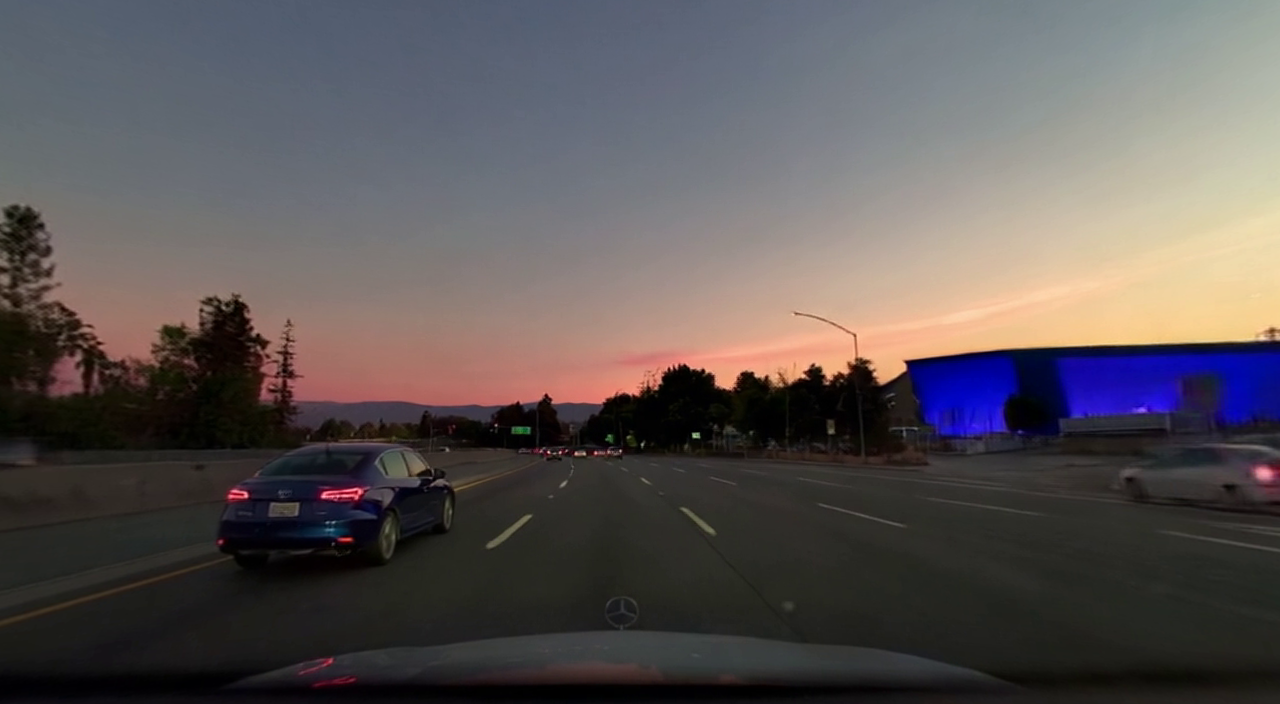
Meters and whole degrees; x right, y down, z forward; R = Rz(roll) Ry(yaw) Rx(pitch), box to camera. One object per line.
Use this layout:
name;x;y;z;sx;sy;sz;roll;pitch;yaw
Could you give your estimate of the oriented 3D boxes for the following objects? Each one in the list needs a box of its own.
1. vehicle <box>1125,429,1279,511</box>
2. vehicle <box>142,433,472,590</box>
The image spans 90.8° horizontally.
vehicle;13.721;2.526;13.789;1.983;1.613;5.190;0;-8;-2
vehicle;-3.764;1.850;8.267;2.018;1.476;4.364;0;-8;-2
